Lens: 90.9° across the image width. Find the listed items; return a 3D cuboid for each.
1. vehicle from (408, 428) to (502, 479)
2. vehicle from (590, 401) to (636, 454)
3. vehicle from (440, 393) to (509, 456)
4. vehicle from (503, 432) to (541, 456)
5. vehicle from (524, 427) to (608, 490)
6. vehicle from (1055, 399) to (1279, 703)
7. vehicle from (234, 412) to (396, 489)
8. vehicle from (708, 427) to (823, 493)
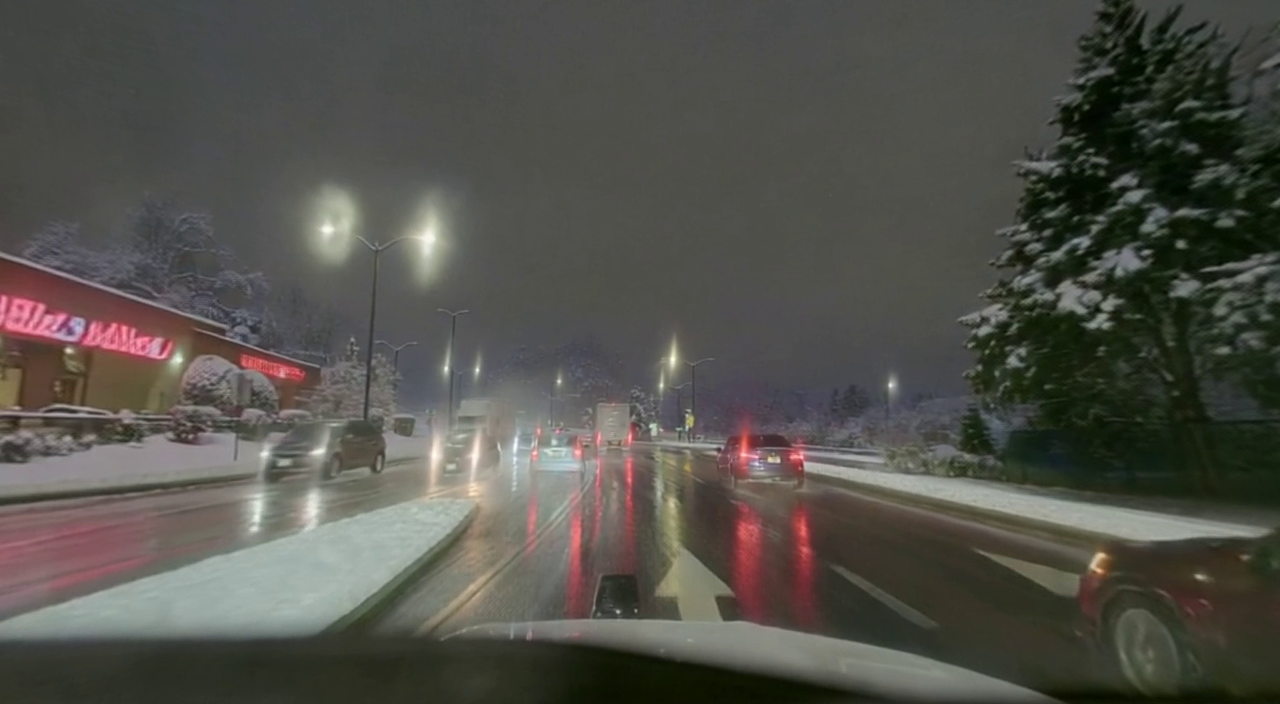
[{"bbox_3d":[-6.125,3.386,21.416,2.026,1.520,4.475,0,-7,-3],"label":"vehicle"},{"bbox_3d":[-2.080,5.469,45.430,2.917,3.482,6.946,1,-7,-6],"label":"vehicle"},{"bbox_3d":[-11.163,5.098,43.647,2.986,3.821,10.059,1,-7,-6],"label":"vehicle"},{"bbox_3d":[-7.695,5.990,41.287,1.964,1.428,4.481,1,-7,-5],"label":"vehicle"},{"bbox_3d":[-1.945,2.780,16.842,1.991,1.472,3.518,1,-7,-6],"label":"vehicle"},{"bbox_3d":[3.183,0.707,0.748,2.081,1.434,4.833,0,-7,0],"label":"vehicle"},{"bbox_3d":[-9.387,2.882,18.890,2.165,1.966,5.251,0,-7,-1],"label":"vehicle"},{"bbox_3d":[3.079,2.708,16.326,1.889,1.480,3.876,1,-7,-5],"label":"vehicle"}]
